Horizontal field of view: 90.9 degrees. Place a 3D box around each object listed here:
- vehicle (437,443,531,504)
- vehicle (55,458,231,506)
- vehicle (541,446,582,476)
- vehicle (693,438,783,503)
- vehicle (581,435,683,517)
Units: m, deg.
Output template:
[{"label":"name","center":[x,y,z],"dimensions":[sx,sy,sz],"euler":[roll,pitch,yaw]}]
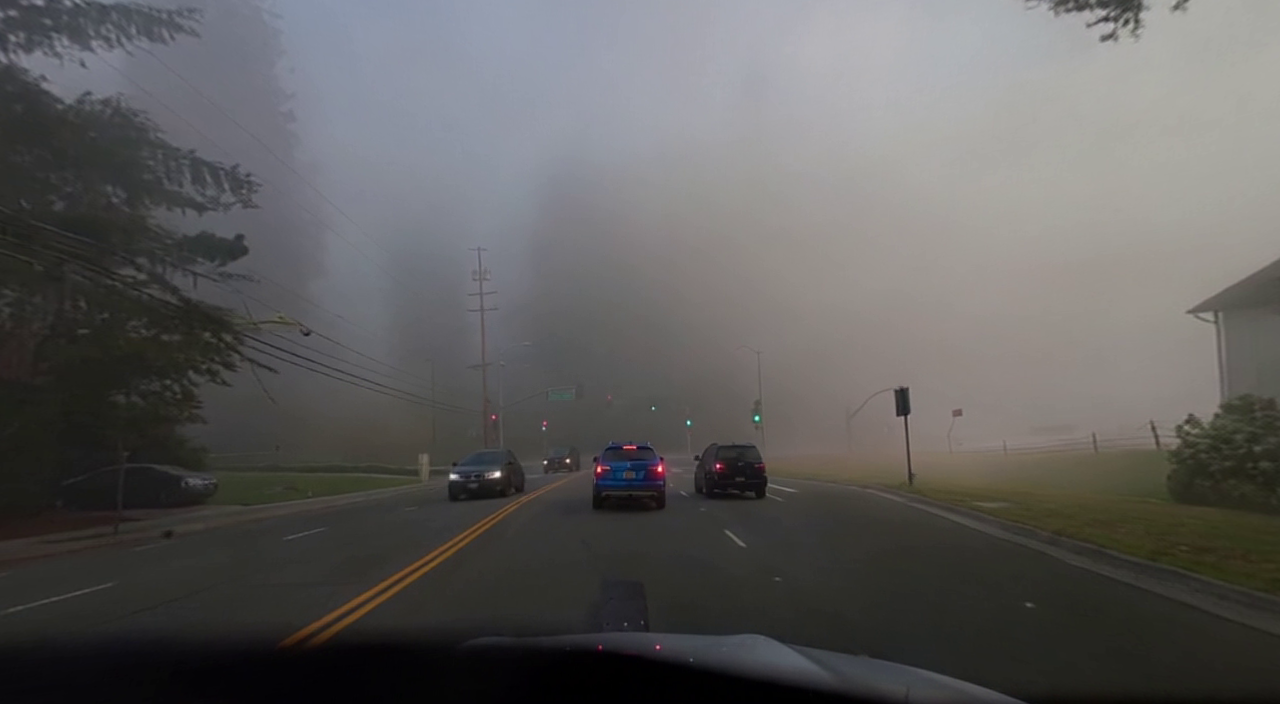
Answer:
[{"label":"vehicle","center":[-4.817,3.782,20.080],"dimensions":[2.063,1.727,3.923],"euler":[0,-8,-1]},{"label":"vehicle","center":[-16.493,4.308,21.084],"dimensions":[4.245,1.446,1.827],"euler":[0,-8,-2]},{"label":"vehicle","center":[-5.314,7.427,43.334],"dimensions":[2.197,1.882,4.973],"euler":[0,-8,0]},{"label":"vehicle","center":[2.832,3.547,19.320],"dimensions":[1.967,1.756,4.281],"euler":[0,-8,-1]},{"label":"vehicle","center":[-0.196,2.941,15.458],"dimensions":[2.151,1.695,4.100],"euler":[0,-8,-1]}]
